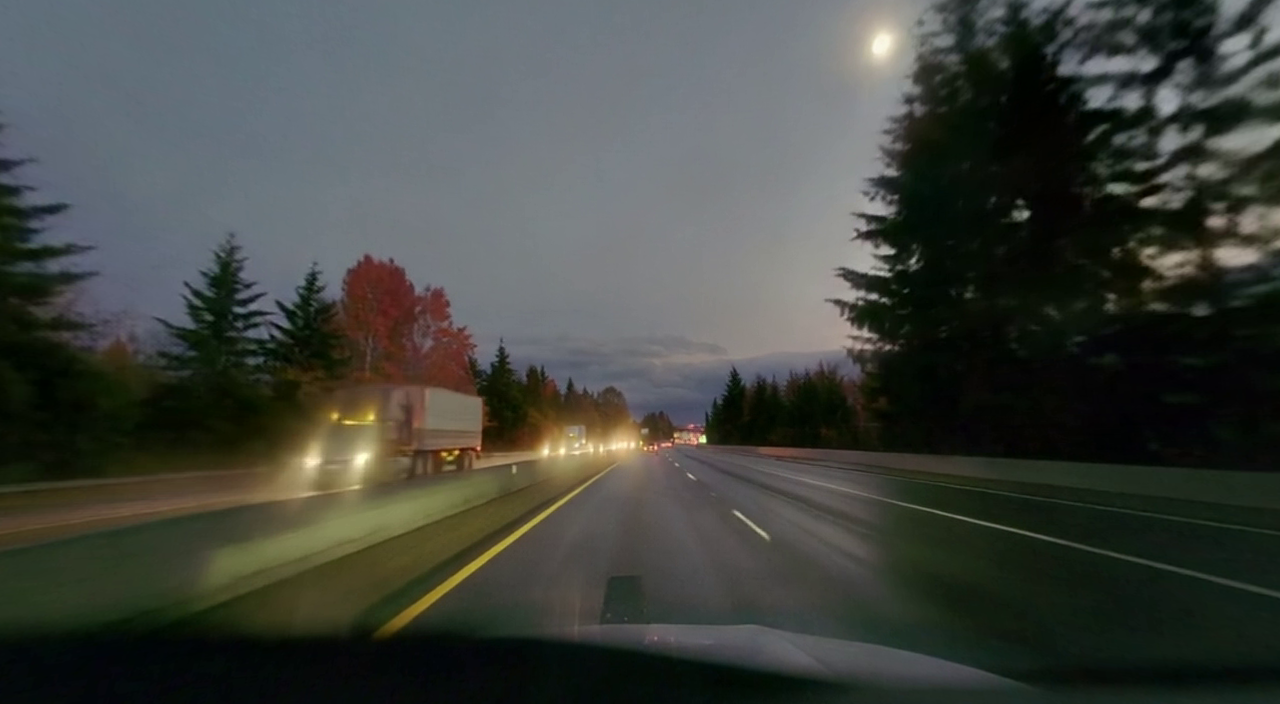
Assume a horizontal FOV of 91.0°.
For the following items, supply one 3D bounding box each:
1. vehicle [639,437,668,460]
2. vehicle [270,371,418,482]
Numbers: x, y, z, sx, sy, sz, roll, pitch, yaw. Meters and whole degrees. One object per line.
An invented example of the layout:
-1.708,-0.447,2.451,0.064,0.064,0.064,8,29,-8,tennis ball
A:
0.874,6.663,43.593,1.924,1.498,3.817,0,-8,0,vehicle
-11.566,3.058,25.359,2.945,3.941,6.037,0,-8,-1,vehicle
